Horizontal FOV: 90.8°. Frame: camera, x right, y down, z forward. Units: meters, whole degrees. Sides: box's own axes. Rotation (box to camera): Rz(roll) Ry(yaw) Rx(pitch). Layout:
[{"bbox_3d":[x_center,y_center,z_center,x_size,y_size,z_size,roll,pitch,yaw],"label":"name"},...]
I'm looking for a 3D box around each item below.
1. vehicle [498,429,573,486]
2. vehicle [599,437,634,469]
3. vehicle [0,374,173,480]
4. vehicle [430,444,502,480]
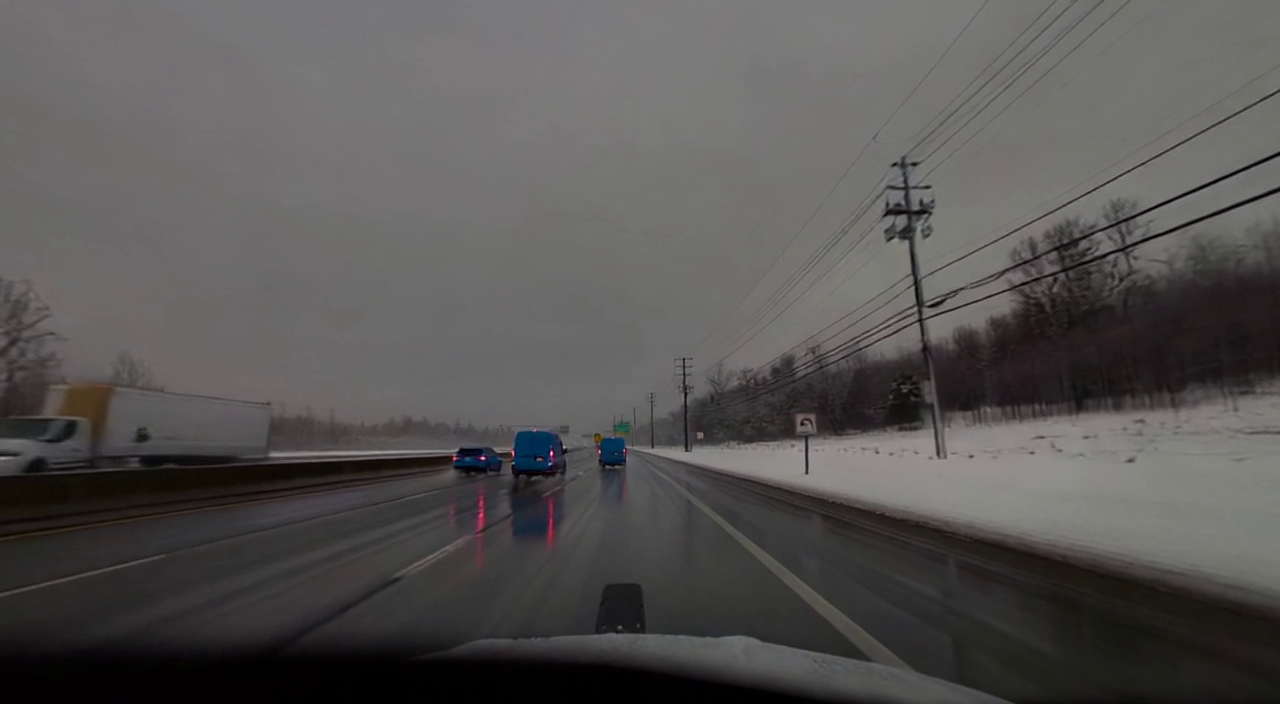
[{"bbox_3d":[-3.995,4.143,25.054,2.145,2.010,4.980,0,-9,0],"label":"vehicle"},{"bbox_3d":[-1.583,6.874,42.842,2.197,2.011,5.130,0,-9,-2],"label":"vehicle"},{"bbox_3d":[-23.483,3.246,26.535,3.020,3.938,5.806,0,-9,-1],"label":"vehicle"},{"bbox_3d":[-7.979,5.083,29.404,1.975,1.540,4.759,0,-9,0],"label":"vehicle"}]
